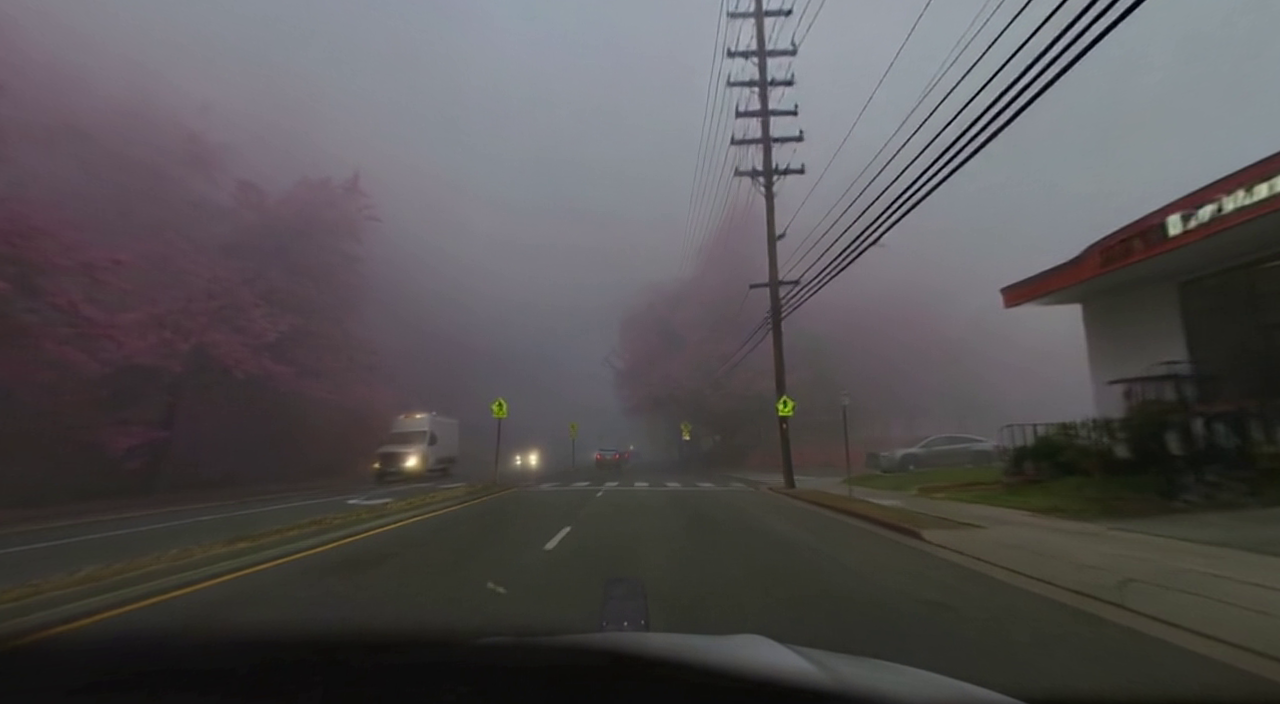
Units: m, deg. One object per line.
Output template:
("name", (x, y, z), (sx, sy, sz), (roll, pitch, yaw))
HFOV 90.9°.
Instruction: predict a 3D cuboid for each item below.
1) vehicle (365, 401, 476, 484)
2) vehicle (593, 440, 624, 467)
("vehicle", (-10.846, 4.621, 32.092), (2.836, 3.663, 7.511), (0, -9, 0))
("vehicle", (-2.395, 7.946, 49.340), (2.202, 1.961, 4.980), (0, -9, 0))
